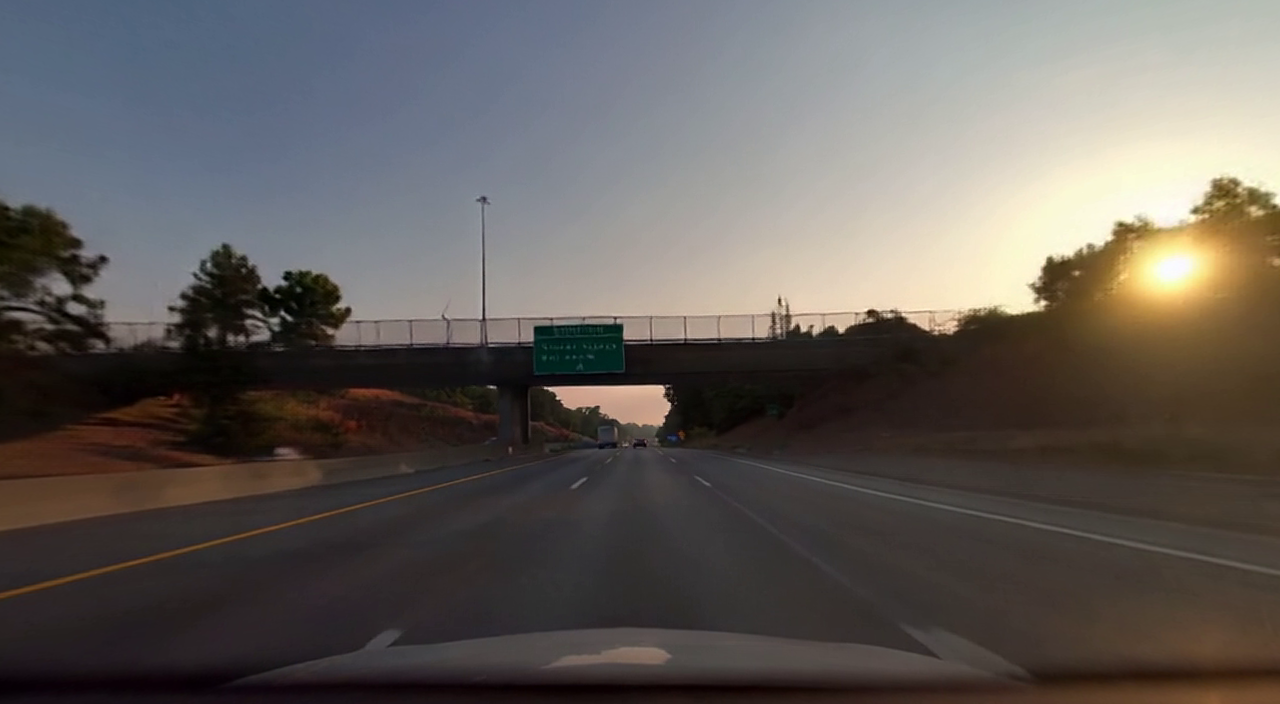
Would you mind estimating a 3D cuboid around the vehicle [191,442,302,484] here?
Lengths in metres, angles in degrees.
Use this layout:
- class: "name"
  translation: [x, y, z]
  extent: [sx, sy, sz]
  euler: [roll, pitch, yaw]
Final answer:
- class: "vehicle"
  translation: [-16.347, 4.605, 26.467]
  extent: [1.976, 1.573, 4.201]
  euler: [0, -8, -1]
